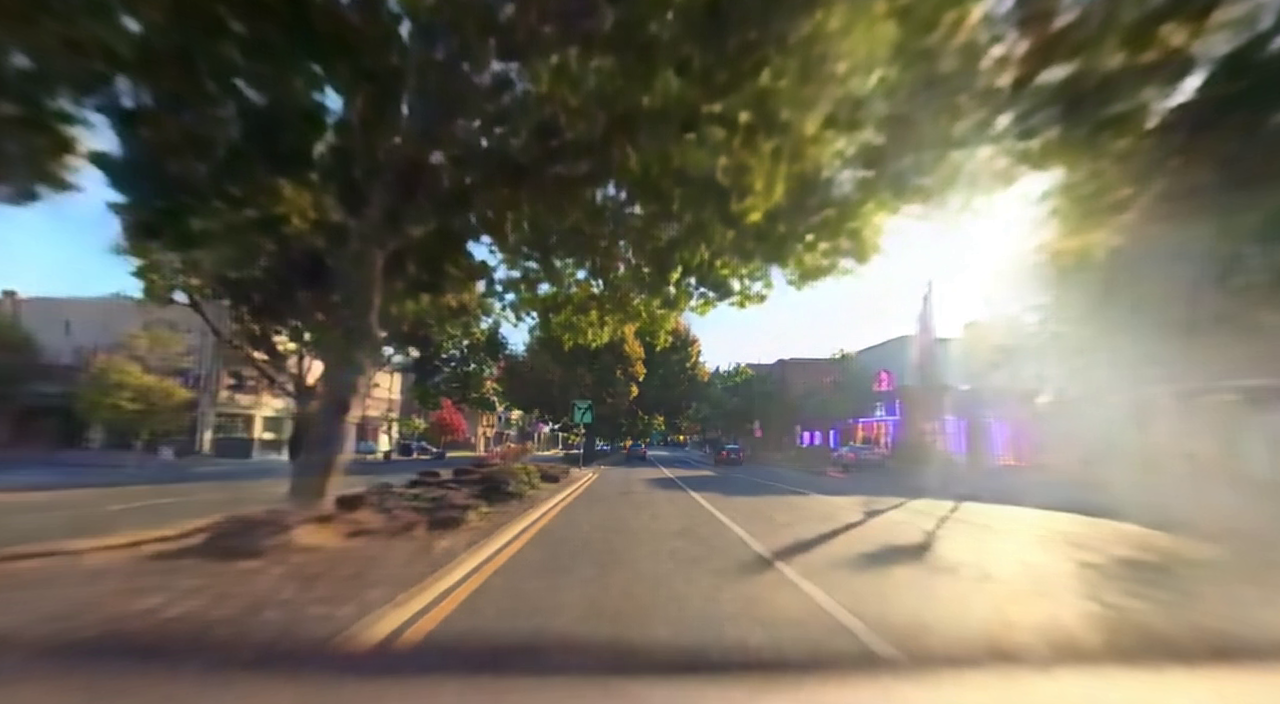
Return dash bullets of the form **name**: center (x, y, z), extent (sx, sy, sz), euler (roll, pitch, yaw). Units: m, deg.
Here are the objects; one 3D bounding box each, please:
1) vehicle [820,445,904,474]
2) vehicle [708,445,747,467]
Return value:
- **vehicle**: center (13.366, 6.482, 38.218), extent (4.281, 1.719, 1.983), euler (0, -8, -1)
- **vehicle**: center (6.223, 7.413, 45.314), extent (2.024, 1.475, 4.600), euler (0, -8, -2)
